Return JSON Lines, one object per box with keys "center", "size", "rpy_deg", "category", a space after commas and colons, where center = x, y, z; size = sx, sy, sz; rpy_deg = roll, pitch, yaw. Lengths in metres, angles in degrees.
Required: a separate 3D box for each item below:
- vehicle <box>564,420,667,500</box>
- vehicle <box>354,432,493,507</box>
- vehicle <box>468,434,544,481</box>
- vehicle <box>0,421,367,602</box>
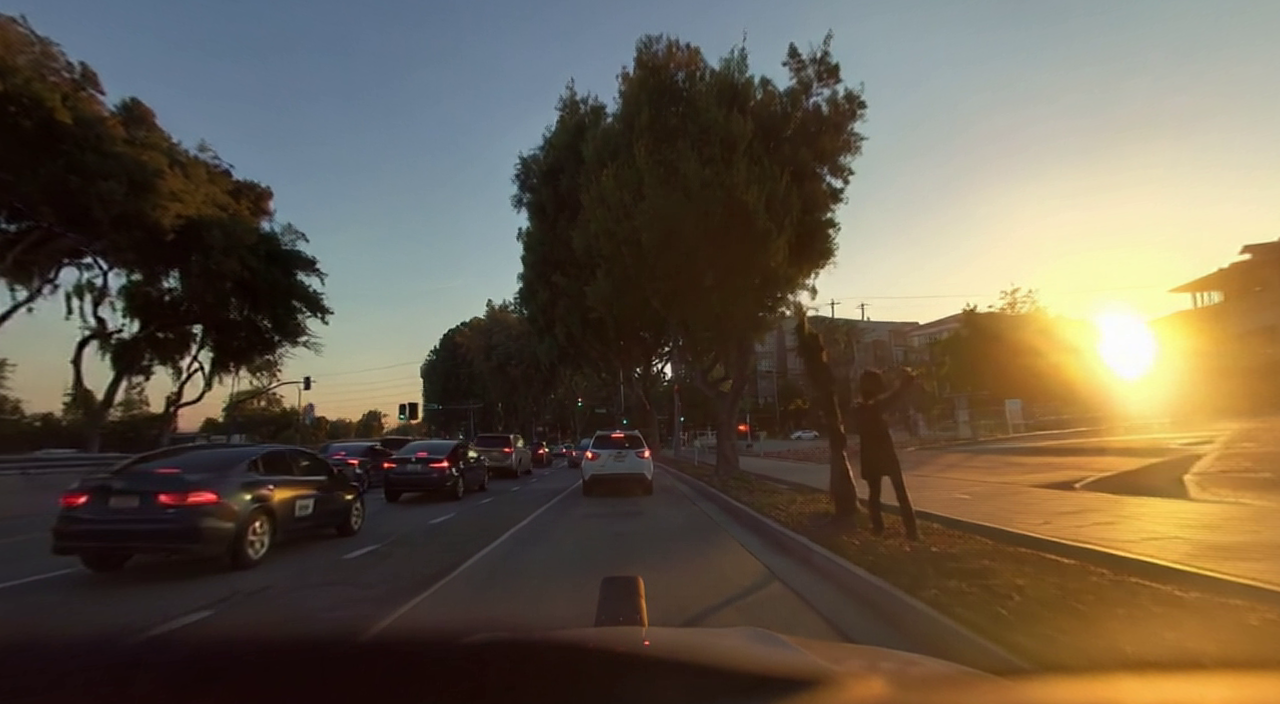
{"center": [-0.642, 2.824, 16.806], "size": [2.368, 1.829, 4.293], "rpy_deg": [0, -9, -2], "category": "vehicle"}
{"center": [-5.477, 3.024, 16.723], "size": [2.010, 1.674, 4.484], "rpy_deg": [0, -9, 1], "category": "vehicle"}
{"center": [-5.509, 4.421, 26.711], "size": [2.188, 1.774, 4.477], "rpy_deg": [0, -9, 1], "category": "vehicle"}
{"center": [-5.336, 1.760, 7.845], "size": [2.069, 1.616, 4.108], "rpy_deg": [0, -9, -1], "category": "vehicle"}
